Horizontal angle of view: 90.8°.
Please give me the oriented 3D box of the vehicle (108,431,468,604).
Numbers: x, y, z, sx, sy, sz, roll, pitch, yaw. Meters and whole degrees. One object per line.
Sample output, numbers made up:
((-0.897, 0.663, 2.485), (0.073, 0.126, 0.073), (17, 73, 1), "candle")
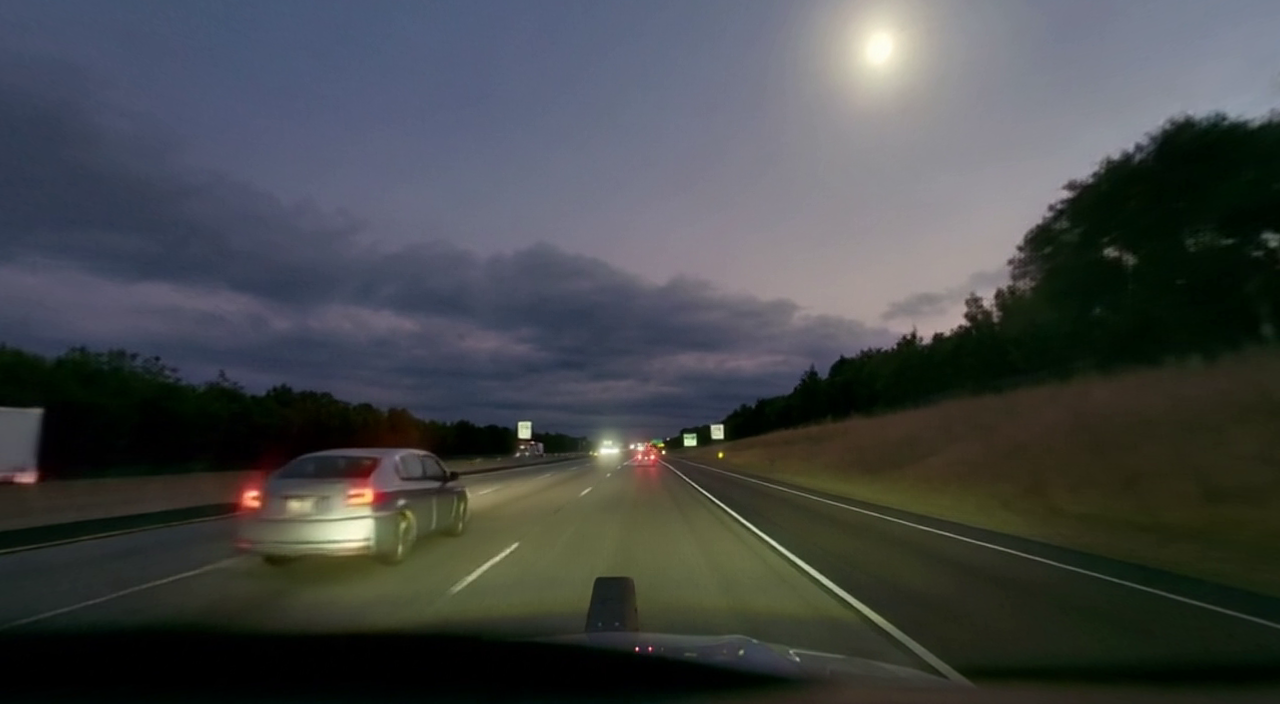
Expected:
((-3.653, 1.773, 7.635), (1.978, 1.498, 4.080), (0, -9, 0), "vehicle")

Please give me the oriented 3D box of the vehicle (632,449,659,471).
((0.376, 7.899, 46.225), (1.908, 1.515, 3.871), (0, -9, 0), "vehicle")
